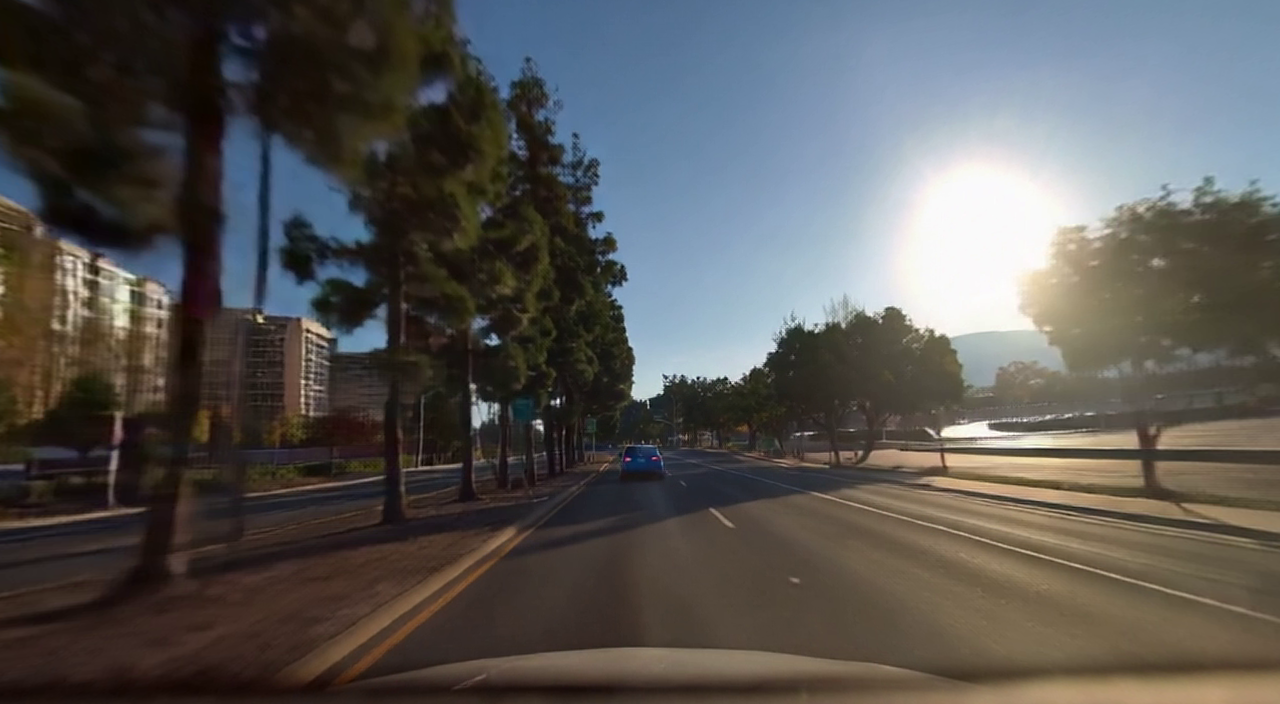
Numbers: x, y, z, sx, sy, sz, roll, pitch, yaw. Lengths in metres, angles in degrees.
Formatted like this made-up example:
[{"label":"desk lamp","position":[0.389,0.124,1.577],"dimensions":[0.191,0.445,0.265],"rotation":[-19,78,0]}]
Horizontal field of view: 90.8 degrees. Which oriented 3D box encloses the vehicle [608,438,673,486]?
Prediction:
[{"label":"vehicle","position":[-0.011,3.816,22.343],"dimensions":[2.042,1.479,4.601],"rotation":[0,-8,-1]}]
